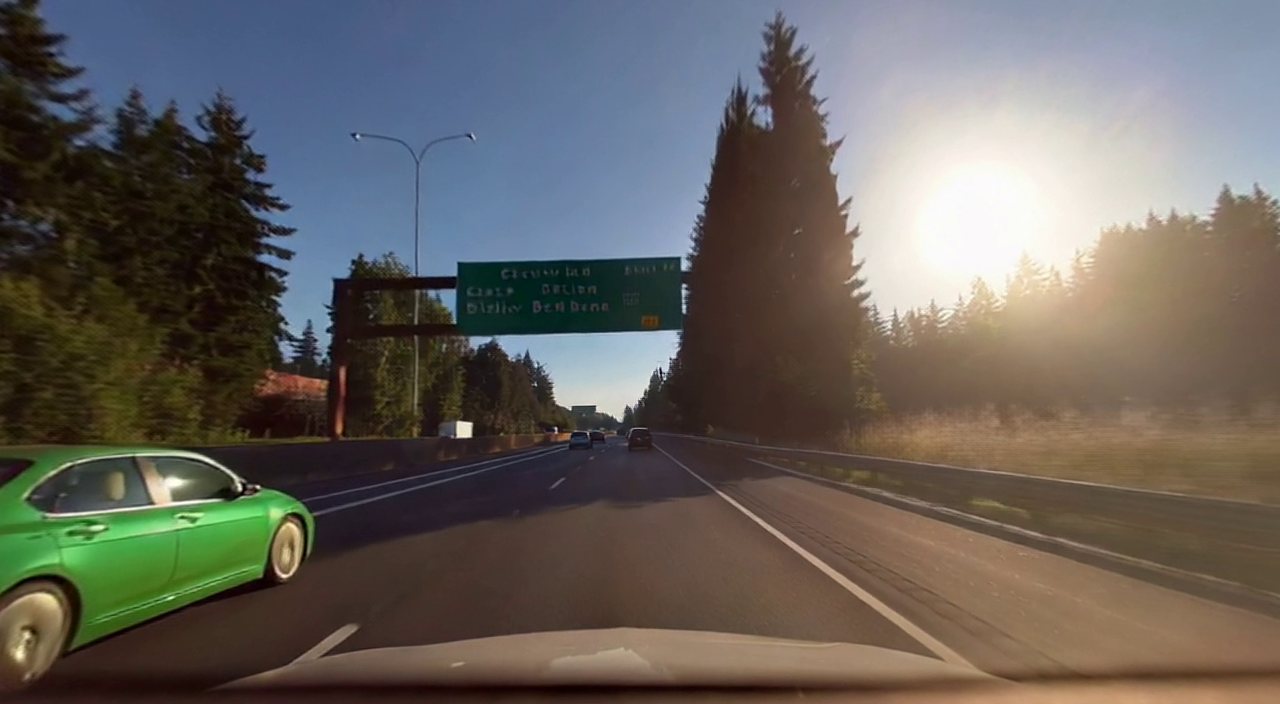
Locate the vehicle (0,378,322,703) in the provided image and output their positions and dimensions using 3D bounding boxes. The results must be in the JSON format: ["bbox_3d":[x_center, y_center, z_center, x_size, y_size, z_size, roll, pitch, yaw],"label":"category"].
[{"bbox_3d":[-3.862,0.980,3.660,1.958,1.486,3.988,0,-8,0],"label":"vehicle"}]

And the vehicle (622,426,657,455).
[{"bbox_3d":[-0.051,5.766,41.131,2.170,1.790,4.490,0,-8,-1],"label":"vehicle"}]

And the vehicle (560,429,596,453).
[{"bbox_3d":[-4.291,6.190,43.987,2.055,1.610,4.116,0,-8,1],"label":"vehicle"}]
